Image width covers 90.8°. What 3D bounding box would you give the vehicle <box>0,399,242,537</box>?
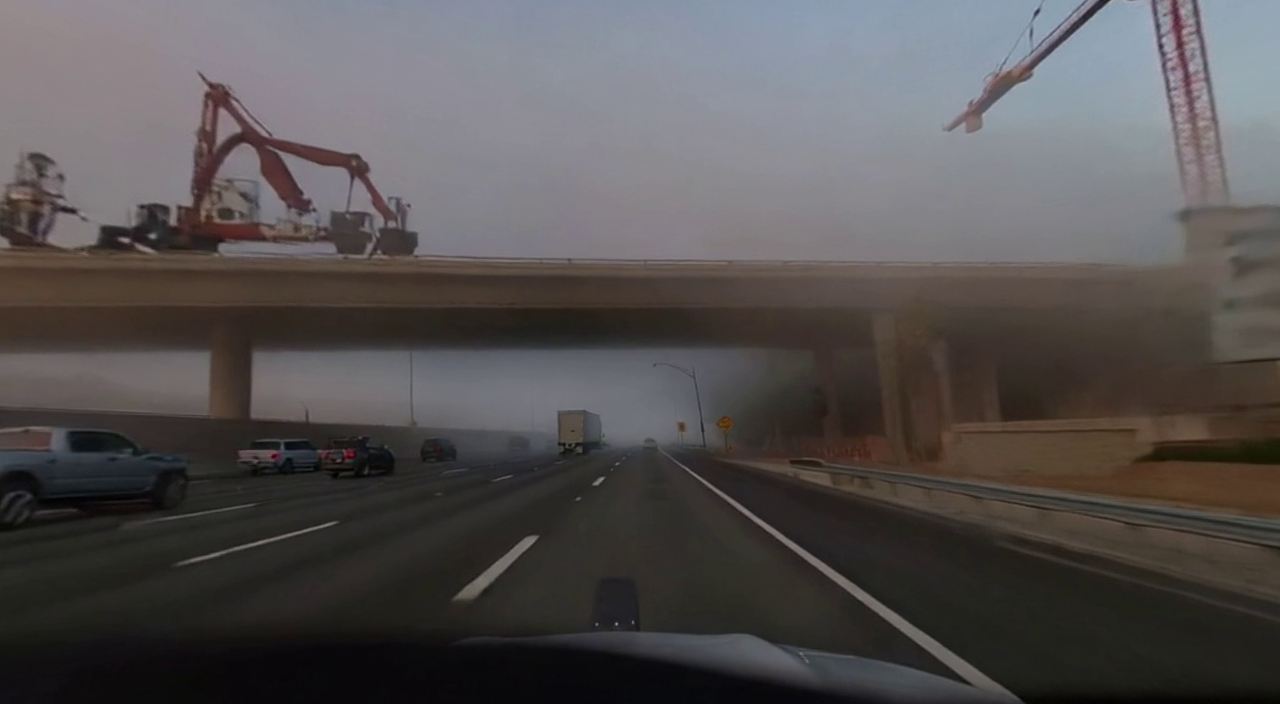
[{"bbox_3d":[-10.795,2.104,11.933,2.394,2.056,6.251,-1,-8,1],"label":"vehicle"}]
